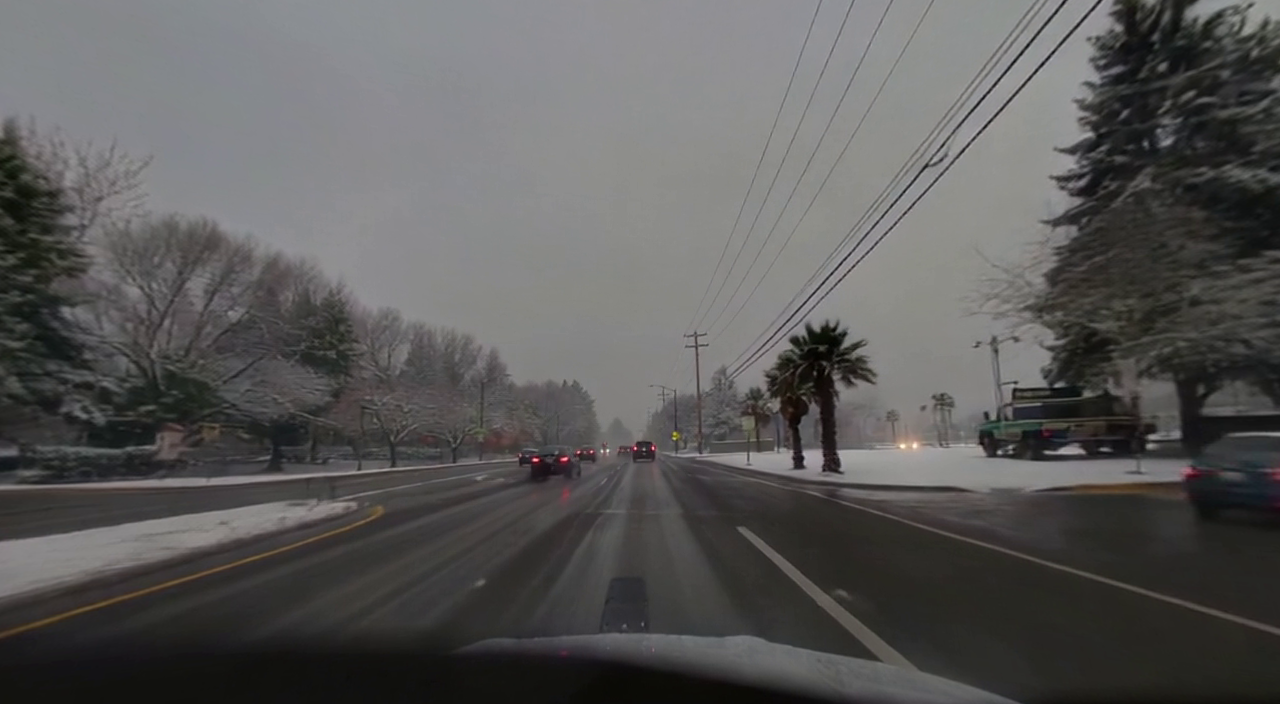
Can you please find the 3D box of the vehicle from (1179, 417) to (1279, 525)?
[{"bbox_3d":[11.108,1.874,10.171,4.420,1.541,2.062,5,-10,-28],"label":"vehicle"}]

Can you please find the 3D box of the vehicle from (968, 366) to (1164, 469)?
[{"bbox_3d":[19.839,3.106,30.414,2.923,4.081,8.860,-3,-5,-1],"label":"vehicle"}]

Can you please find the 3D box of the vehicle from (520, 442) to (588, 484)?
[{"bbox_3d":[-3.206,4.239,24.411,1.982,1.451,4.152,0,-9,1],"label":"vehicle"}]

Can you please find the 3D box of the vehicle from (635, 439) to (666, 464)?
[{"bbox_3d":[0.775,7.361,46.811,2.155,1.781,3.977,0,-9,1],"label":"vehicle"}]
